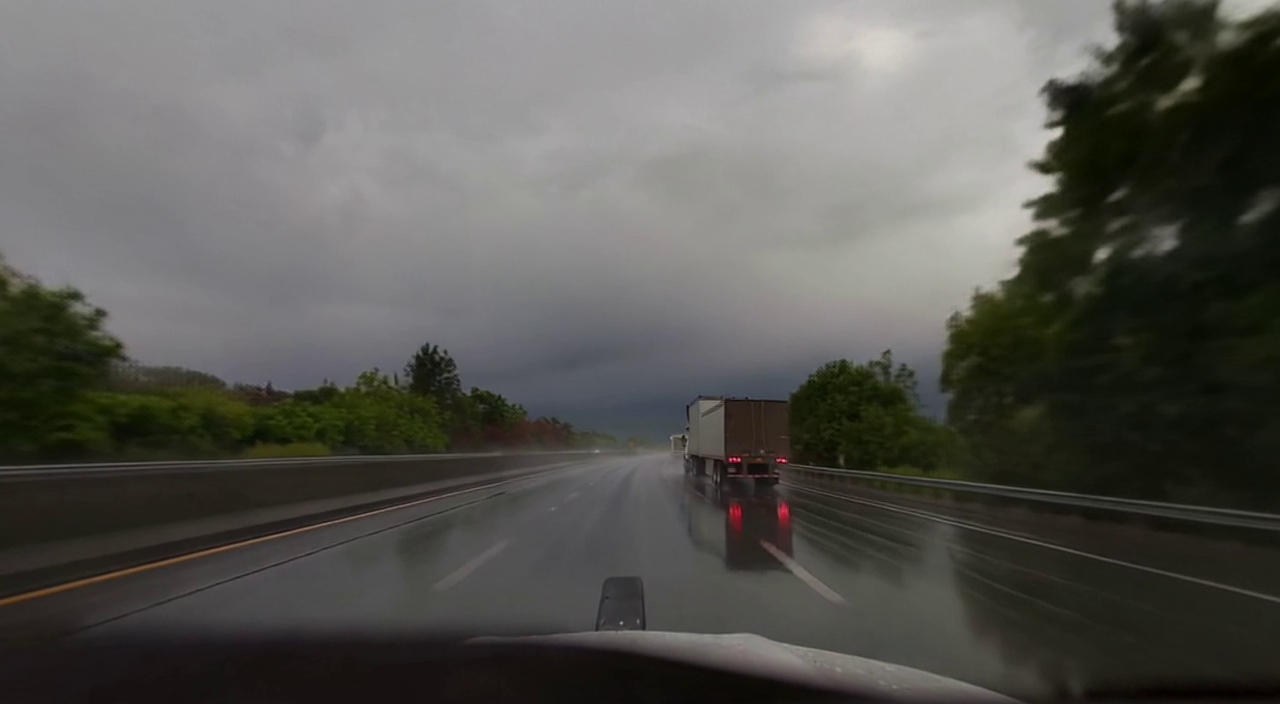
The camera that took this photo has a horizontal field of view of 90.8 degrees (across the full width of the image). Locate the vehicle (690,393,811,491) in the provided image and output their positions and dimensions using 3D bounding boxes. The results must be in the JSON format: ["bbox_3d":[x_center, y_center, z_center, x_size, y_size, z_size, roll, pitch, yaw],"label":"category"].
[{"bbox_3d":[4.430,4.235,29.140,2.868,3.427,14.032,0,-9,-1],"label":"vehicle"}]
